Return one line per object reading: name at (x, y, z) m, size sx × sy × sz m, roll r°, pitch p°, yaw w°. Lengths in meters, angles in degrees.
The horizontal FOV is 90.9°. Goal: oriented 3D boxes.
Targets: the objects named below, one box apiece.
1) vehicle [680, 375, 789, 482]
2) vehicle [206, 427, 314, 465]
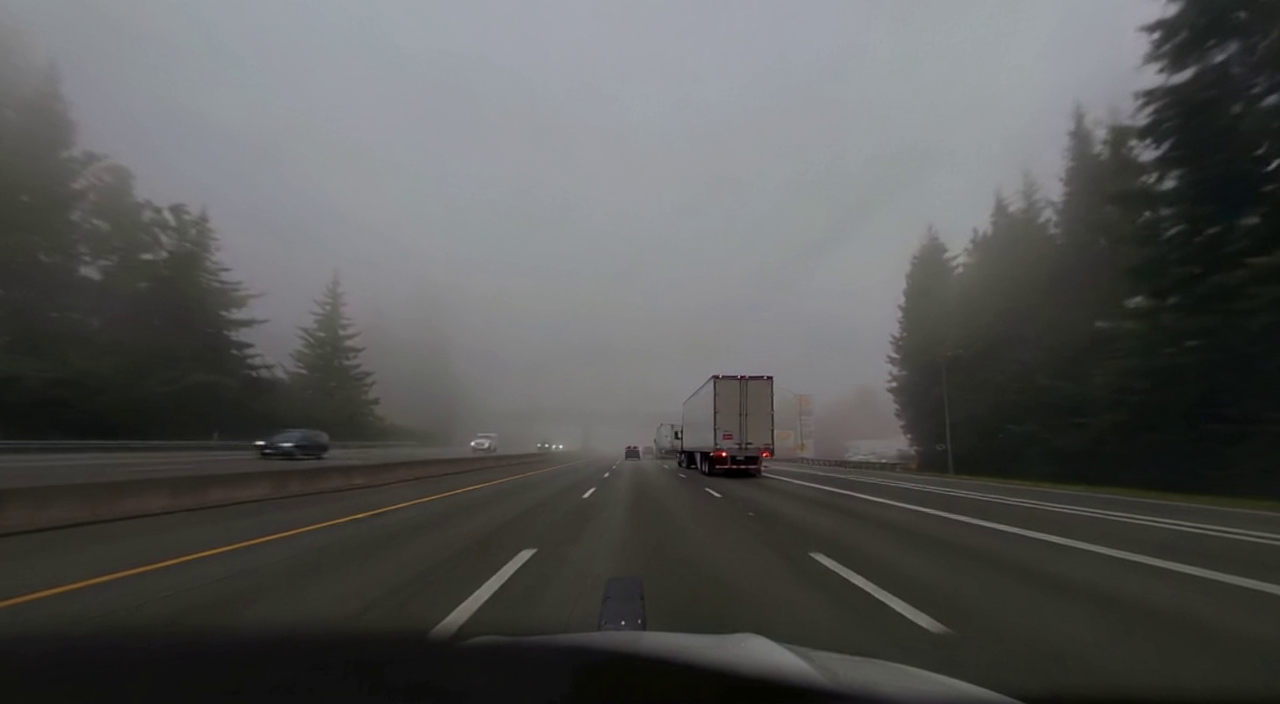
vehicle at (3.972, 3.885, 30.603) m, size 2.922 × 3.987 × 14.038 m, roll 0°, pitch -9°, yaw -1°
vehicle at (-16.088, 4.018, 26.994) m, size 1.842 × 1.493 × 4.429 m, roll 0°, pitch -9°, yaw 0°
